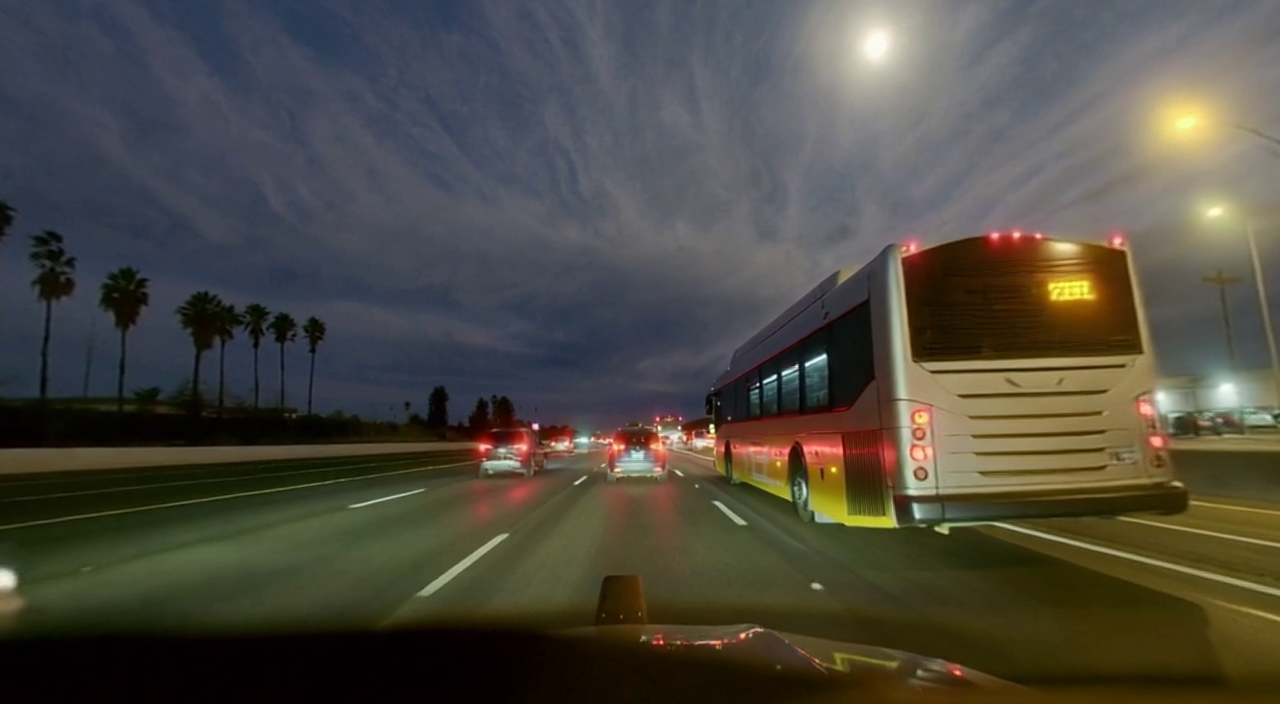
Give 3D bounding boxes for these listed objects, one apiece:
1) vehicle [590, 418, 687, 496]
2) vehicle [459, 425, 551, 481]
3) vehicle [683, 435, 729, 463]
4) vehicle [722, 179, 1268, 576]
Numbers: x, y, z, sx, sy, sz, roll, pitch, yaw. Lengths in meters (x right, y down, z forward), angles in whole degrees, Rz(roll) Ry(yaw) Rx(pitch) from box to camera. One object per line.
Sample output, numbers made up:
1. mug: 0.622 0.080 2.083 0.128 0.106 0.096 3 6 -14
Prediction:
1. vehicle: 0.008 2.777 16.940 2.268 1.796 4.280 0 -8 1
2. vehicle: -4.594 3.531 22.215 2.100 1.765 4.743 0 -8 1
3. vehicle: 3.702 5.562 36.139 2.039 1.516 4.521 0 -8 -2
4. vehicle: 4.030 1.194 12.810 3.020 3.622 14.302 0 -8 1
